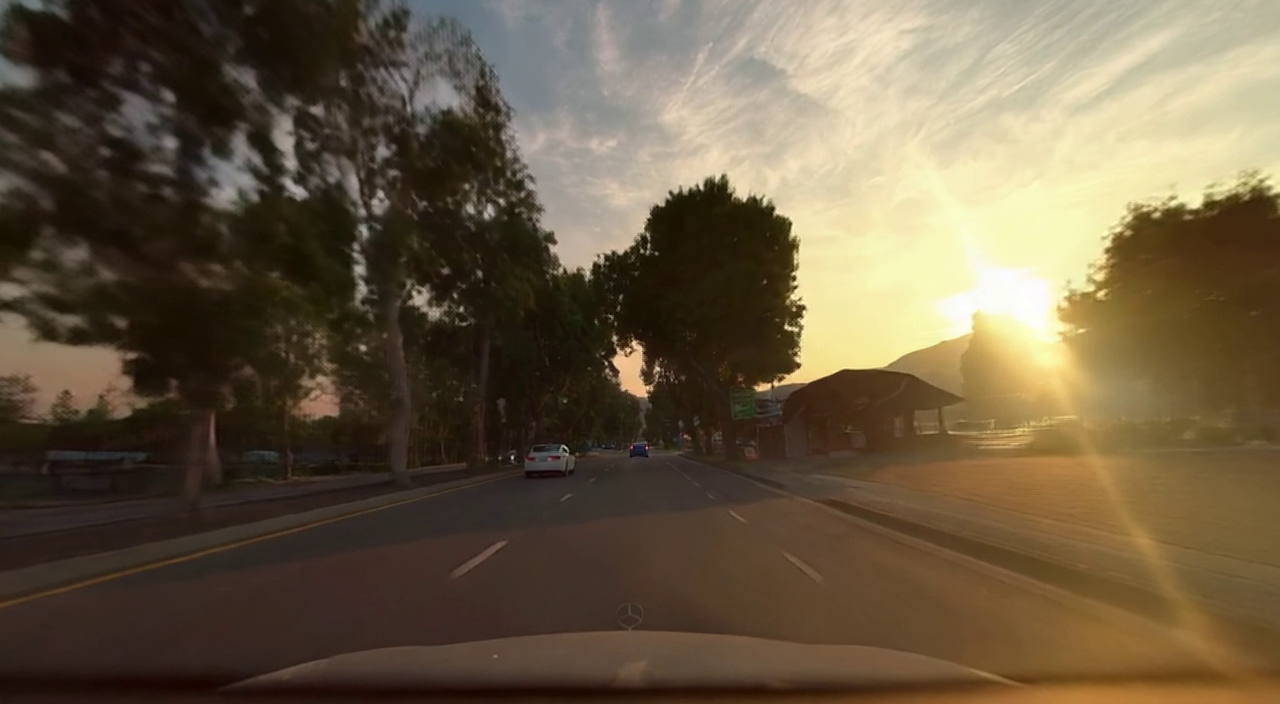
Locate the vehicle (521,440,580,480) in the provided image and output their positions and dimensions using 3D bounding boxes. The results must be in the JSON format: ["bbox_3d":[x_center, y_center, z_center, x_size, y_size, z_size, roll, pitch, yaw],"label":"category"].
[{"bbox_3d":[-3.937,4.814,28.417,1.914,1.630,4.351,0,-8,1],"label":"vehicle"}]
